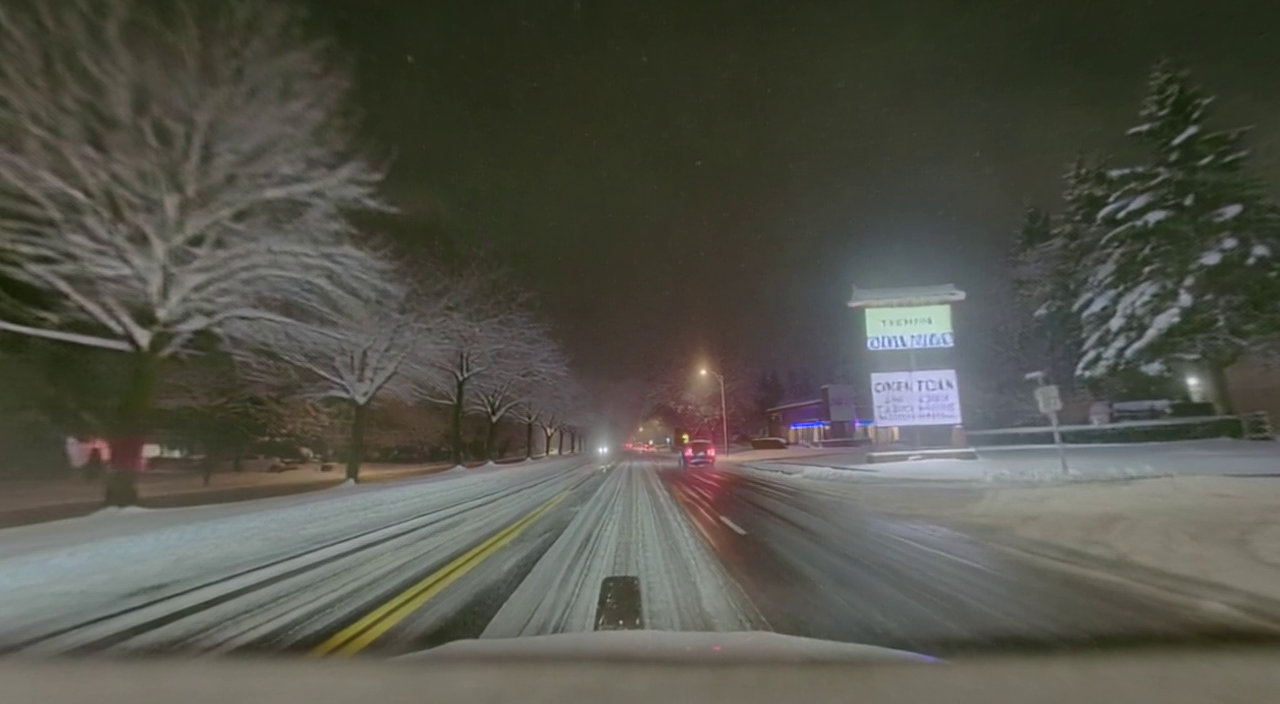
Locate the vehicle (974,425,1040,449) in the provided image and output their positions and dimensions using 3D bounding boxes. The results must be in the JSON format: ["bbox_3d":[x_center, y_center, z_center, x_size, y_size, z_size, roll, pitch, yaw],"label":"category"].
[{"bbox_3d":[27.571,6.362,47.641,2.037,1.633,4.447,1,-6,-6],"label":"vehicle"}]

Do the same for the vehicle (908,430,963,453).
[{"bbox_3d":[21.775,6.646,46.739,1.911,1.604,4.411,-1,-8,-1],"label":"vehicle"}]

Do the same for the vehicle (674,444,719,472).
[{"bbox_3d":[3.189,6.119,36.662,2.033,1.482,4.571,0,-8,-2],"label":"vehicle"}]
